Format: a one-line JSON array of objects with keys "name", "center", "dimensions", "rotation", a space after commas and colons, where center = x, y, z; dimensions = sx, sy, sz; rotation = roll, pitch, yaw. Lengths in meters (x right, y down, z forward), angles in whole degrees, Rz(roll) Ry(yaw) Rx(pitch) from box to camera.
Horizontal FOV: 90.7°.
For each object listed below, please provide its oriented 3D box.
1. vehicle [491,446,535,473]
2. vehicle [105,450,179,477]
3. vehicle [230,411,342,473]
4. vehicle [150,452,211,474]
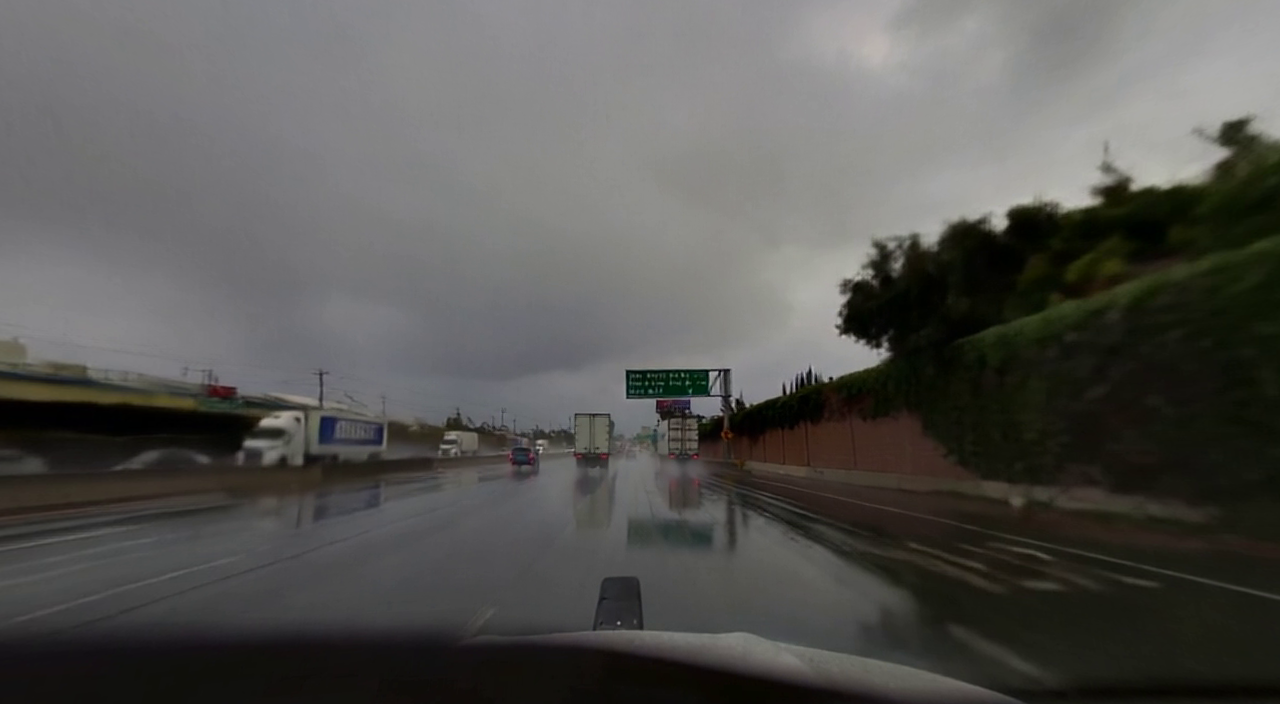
[{"name": "vehicle", "center": [-8.164, 6.929, 40.979], "dimensions": [2.132, 1.679, 4.045], "rotation": [0, -9, -3]}, {"name": "vehicle", "center": [-26.958, 6.015, 34.350], "dimensions": [1.447, 1.339, 3.236], "rotation": [-1, -9, -2]}, {"name": "vehicle", "center": [-23.645, 6.127, 42.950], "dimensions": [3.008, 3.765, 8.086], "rotation": [0, -9, -1]}, {"name": "vehicle", "center": [-30.432, 7.356, 42.012], "dimensions": [1.517, 1.361, 3.423], "rotation": [0, -9, -2]}]
